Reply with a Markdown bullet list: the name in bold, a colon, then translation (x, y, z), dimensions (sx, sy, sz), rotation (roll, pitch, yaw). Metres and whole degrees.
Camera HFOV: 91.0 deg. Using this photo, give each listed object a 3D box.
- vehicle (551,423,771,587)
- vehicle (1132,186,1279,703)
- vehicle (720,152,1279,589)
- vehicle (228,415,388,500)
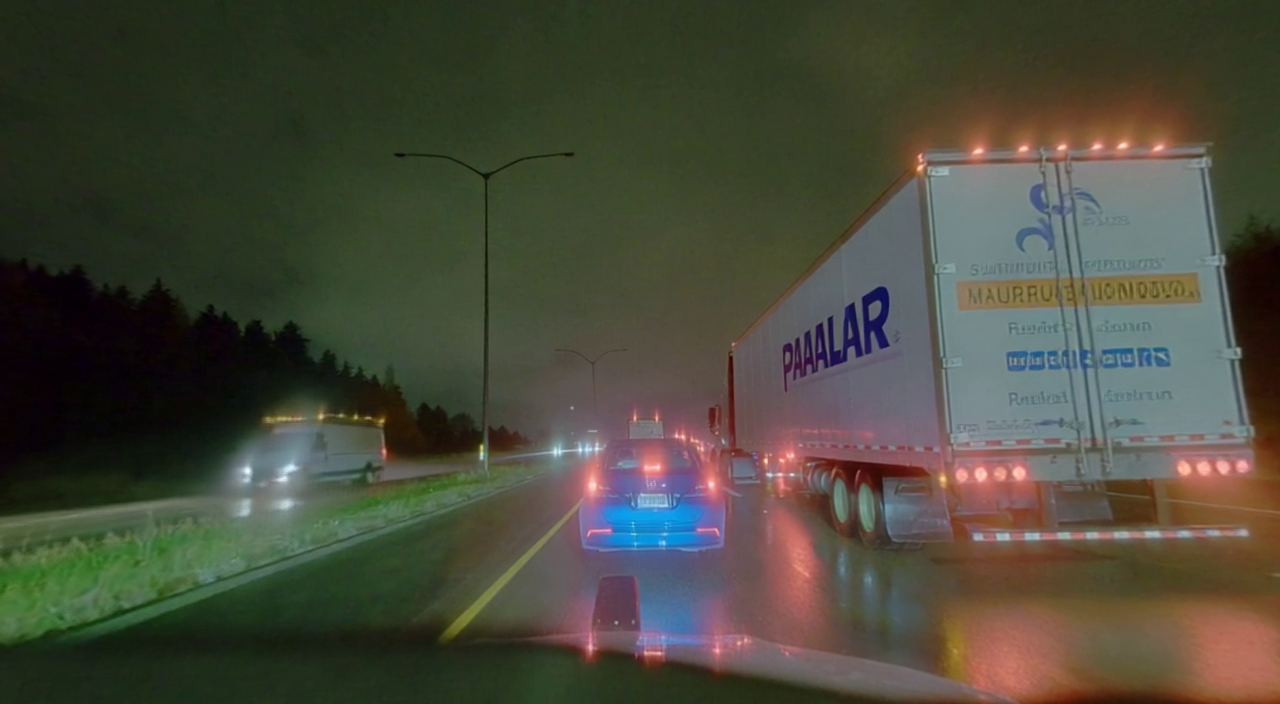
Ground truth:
- **vehicle**: translation (0.180, 1.681, 7.712), dimensions (2.045, 1.490, 3.597), rotation (-1, -8, 0)
- **vehicle**: translation (4.730, 0.116, 0.643), dimensions (2.892, 2.615, 6.650), rotation (0, -8, -2)
- **vehicle**: translation (4.197, 1.067, 12.962), dimensions (2.827, 4.081, 14.305), rotation (0, -8, -2)
- **vehicle**: translation (-12.360, 3.971, 24.247), dimensions (2.524, 2.800, 6.564), rotation (-1, -8, 1)
